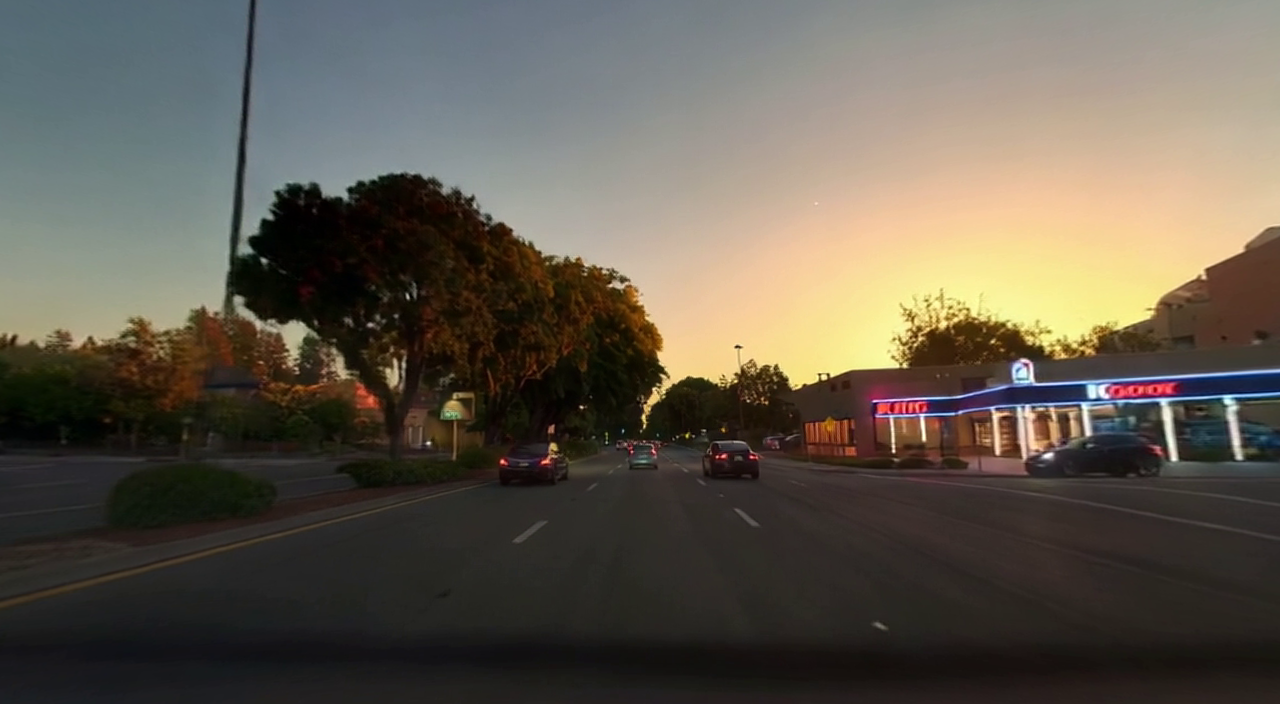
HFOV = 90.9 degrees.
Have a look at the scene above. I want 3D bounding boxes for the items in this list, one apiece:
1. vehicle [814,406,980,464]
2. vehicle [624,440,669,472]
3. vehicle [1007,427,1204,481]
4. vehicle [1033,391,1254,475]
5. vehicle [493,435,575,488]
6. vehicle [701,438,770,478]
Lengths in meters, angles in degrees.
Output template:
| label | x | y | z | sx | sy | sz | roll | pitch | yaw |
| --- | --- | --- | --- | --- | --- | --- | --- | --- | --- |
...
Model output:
| label | x | y | z | sx | sy | sz | roll | pitch | yaw |
| --- | --- | --- | --- | --- | --- | --- | --- | --- | --- |
| vehicle | 14.936 | 4.928 | 37.204 | 8.343 | 3.028 | 3.002 | -2 | -9 | 3 |
| vehicle | 0.304 | 5.127 | 31.327 | 2.059 | 1.477 | 4.216 | 0 | -8 | 0 |
| vehicle | 14.887 | 3.294 | 20.478 | 4.578 | 1.620 | 2.047 | -2 | -8 | 12 |
| vehicle | 21.823 | 3.674 | 28.236 | 2.928 | 3.123 | 8.236 | -1 | -8 | -1 |
| vehicle | -3.486 | 3.665 | 21.538 | 1.995 | 1.607 | 4.086 | -1 | -8 | 1 |
| vehicle | 3.728 | 4.234 | 25.497 | 2.012 | 1.462 | 4.400 | 0 | -8 | -1 |
